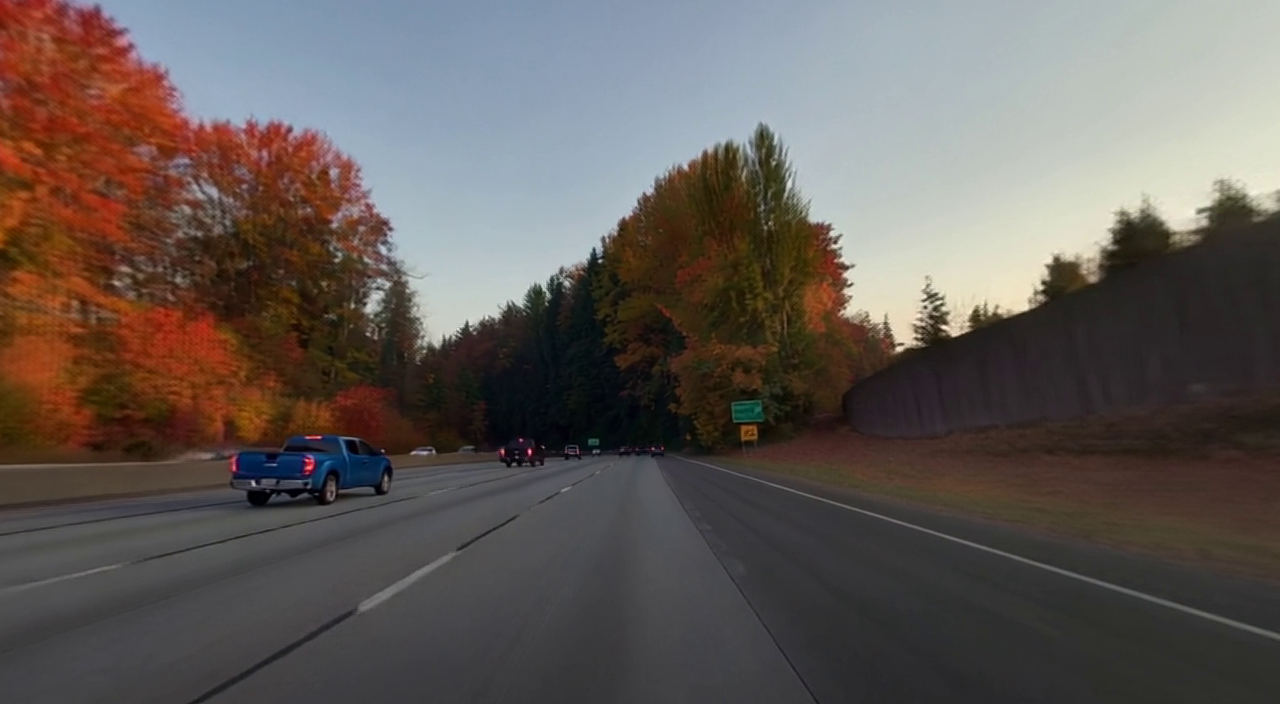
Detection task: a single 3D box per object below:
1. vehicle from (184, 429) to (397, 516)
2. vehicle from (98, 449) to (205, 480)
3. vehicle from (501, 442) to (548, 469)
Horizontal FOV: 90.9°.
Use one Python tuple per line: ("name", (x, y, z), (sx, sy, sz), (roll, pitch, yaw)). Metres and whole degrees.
("vehicle", (-7.329, 2.559, 13.956), (1.965, 1.567, 4.686), (0, -8, 1))
("vehicle", (-25.695, 5.920, 33.398), (1.860, 1.475, 4.609), (0, -8, 1))
("vehicle", (-6.841, 6.150, 37.785), (1.919, 1.499, 4.234), (0, -8, 1))
